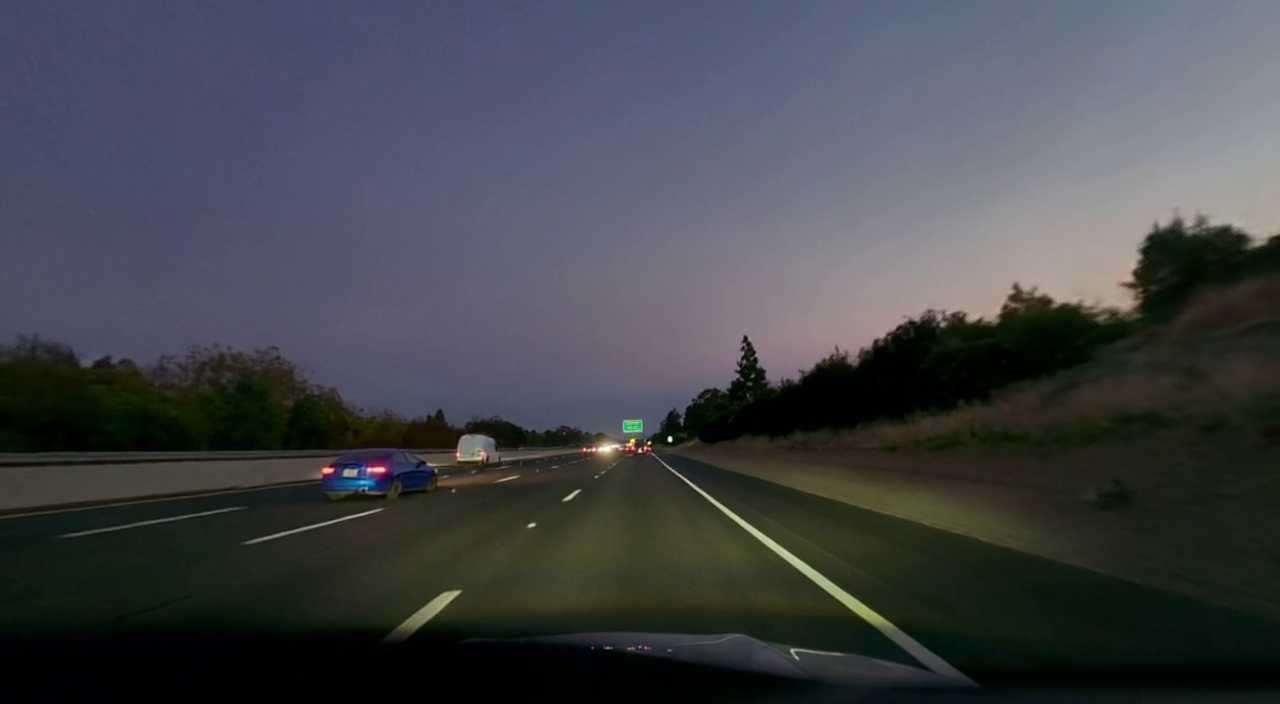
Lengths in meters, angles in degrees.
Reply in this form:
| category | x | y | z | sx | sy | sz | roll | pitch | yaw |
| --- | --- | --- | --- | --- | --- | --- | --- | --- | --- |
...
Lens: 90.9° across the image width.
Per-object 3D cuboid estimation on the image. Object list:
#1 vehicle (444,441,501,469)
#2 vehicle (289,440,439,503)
| category | x | y | z | sx | sy | sz | roll | pitch | yaw |
| --- | --- | --- | --- | --- | --- | --- | --- | --- | --- |
| vehicle | -10.987 | 6.771 | 41.841 | 2.249 | 1.735 | 5.018 | 0 | -8 | 2 |
| vehicle | -7.346 | 3.194 | 17.448 | 1.981 | 1.486 | 4.735 | 0 | -8 | 1 |
